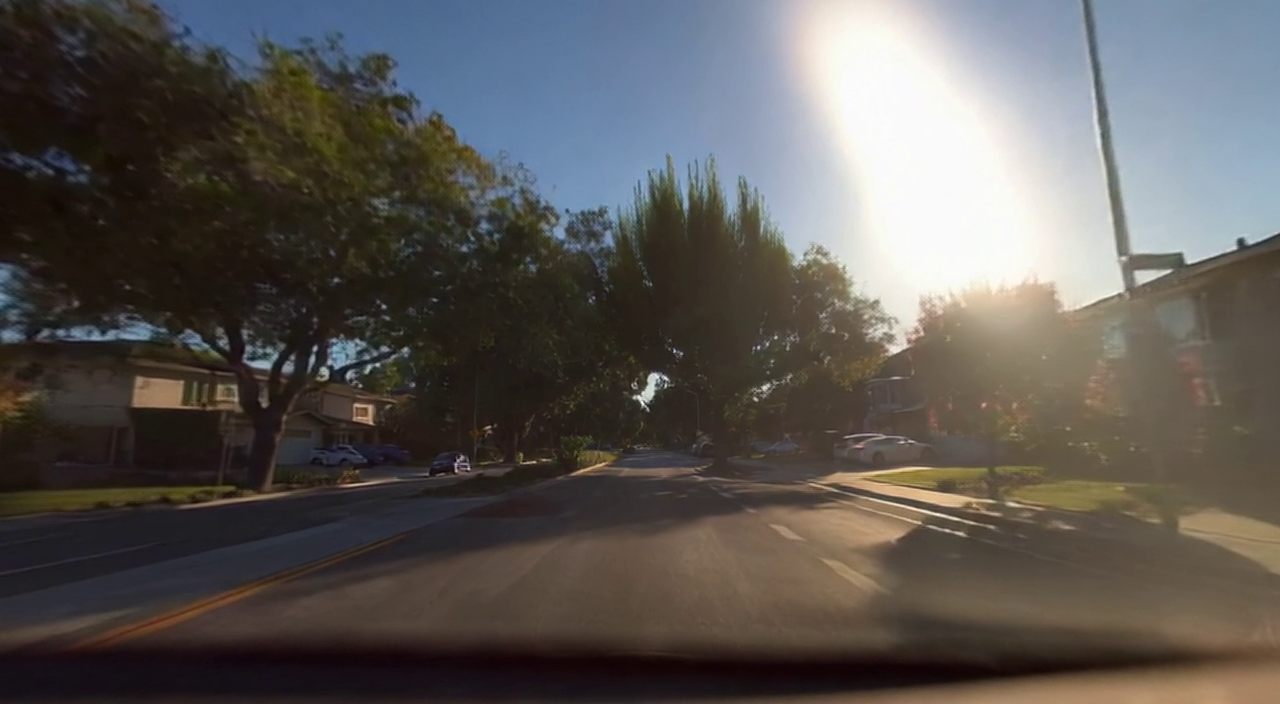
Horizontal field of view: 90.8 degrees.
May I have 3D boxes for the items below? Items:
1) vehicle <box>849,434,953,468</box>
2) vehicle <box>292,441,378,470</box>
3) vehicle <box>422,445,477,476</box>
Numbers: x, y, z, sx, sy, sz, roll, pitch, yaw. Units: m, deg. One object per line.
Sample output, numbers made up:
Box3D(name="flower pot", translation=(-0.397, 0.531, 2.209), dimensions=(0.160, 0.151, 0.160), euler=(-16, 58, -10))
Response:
Box3D(name="vehicle", translation=(14.169, 5.423, 34.527), dimensions=(4.775, 1.524, 1.983), euler=(-4, -9, 3))
Box3D(name="vehicle", translation=(-21.070, 7.163, 43.782), dimensions=(4.830, 1.857, 2.183), euler=(-1, -9, 2))
Box3D(name="vehicle", translation=(-11.331, 6.508, 37.883), dimensions=(2.020, 1.691, 4.308), euler=(-2, -10, -2))
